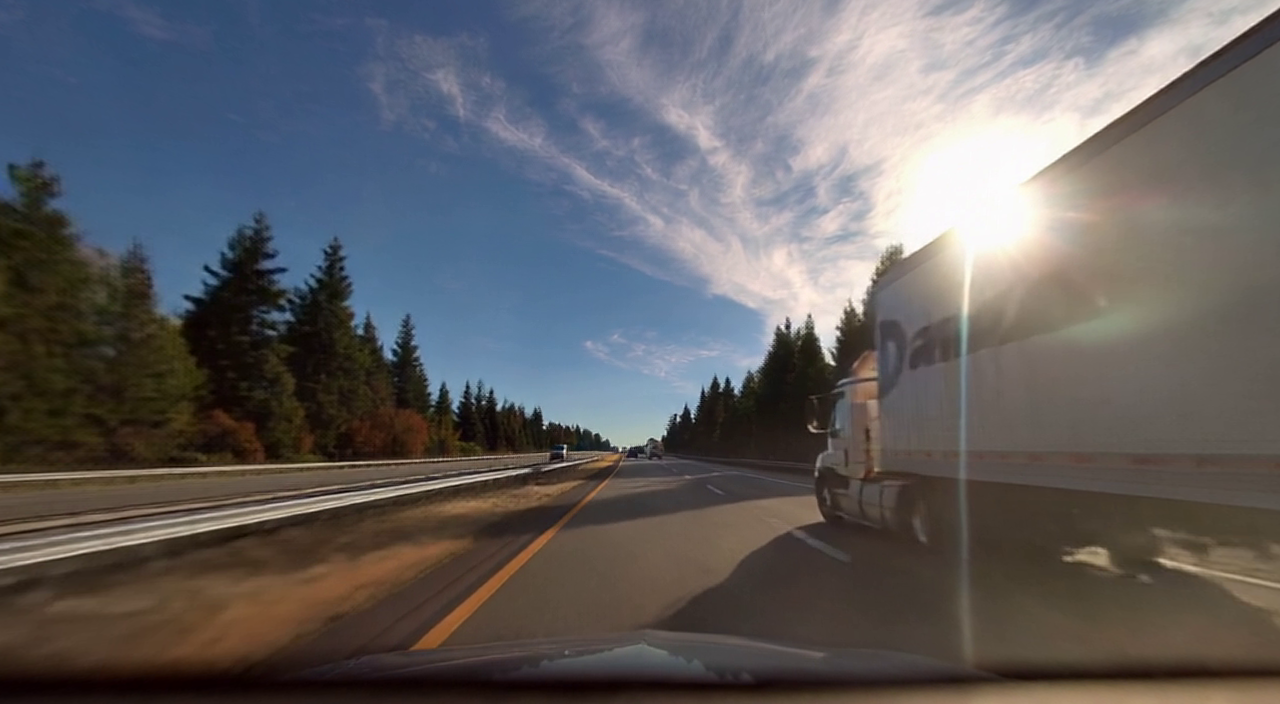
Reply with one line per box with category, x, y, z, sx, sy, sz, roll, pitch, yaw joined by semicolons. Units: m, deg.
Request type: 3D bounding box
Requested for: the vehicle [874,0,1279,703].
vehicle;4.011;-0.245;1.035;2.876;3.419;11.591;0;-9;0
